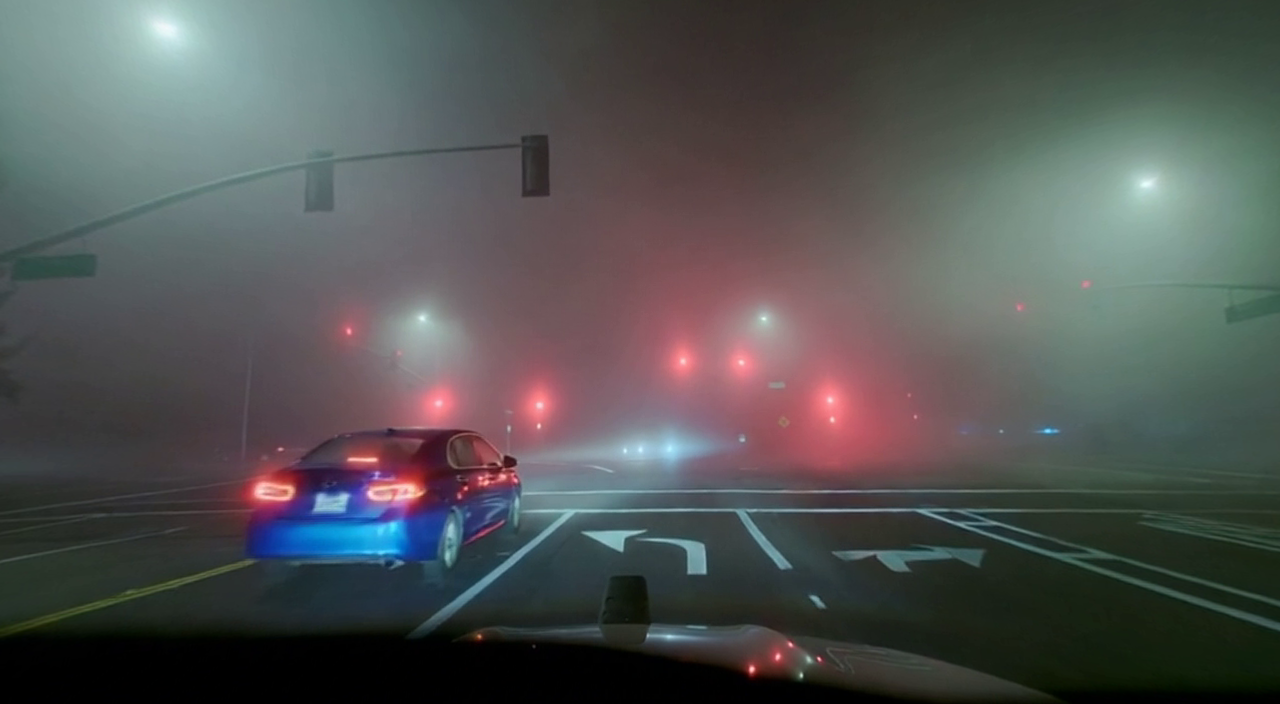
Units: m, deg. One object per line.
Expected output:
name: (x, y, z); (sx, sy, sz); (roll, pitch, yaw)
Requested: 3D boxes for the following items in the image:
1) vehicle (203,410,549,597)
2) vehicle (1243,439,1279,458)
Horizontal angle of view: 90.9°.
vehicle: (-2.612, 1.607, 7.550); (2.055, 1.573, 4.065); (-1, -9, 6)
vehicle: (49.759, 7.548, 49.416); (1.574, 1.369, 3.611); (-1, -7, 8)
